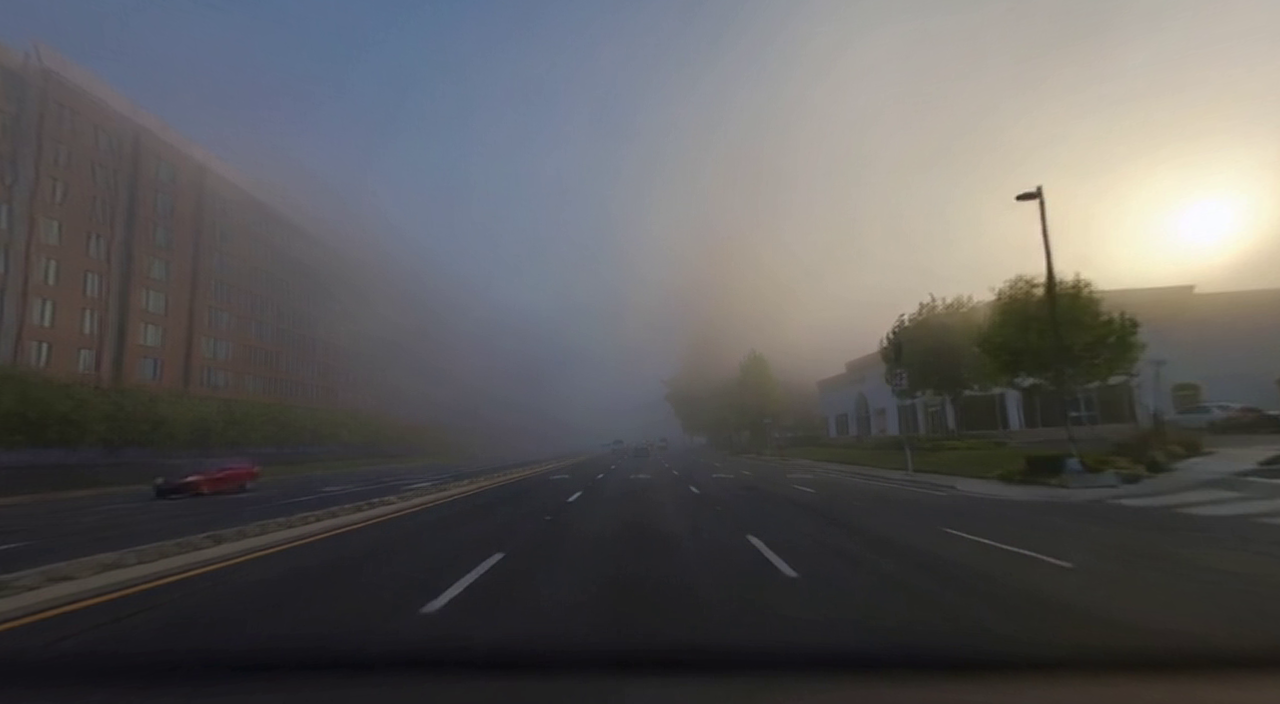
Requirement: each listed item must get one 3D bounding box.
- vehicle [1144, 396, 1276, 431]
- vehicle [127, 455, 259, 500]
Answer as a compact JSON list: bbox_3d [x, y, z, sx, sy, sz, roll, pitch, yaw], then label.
[{"bbox_3d":[30.170,3.342,33.427,1.979,1.592,4.711,4,-9,-24],"label":"vehicle"},{"bbox_3d":[-17.323,4.857,24.642,1.961,1.525,4.332,0,-8,0],"label":"vehicle"}]
